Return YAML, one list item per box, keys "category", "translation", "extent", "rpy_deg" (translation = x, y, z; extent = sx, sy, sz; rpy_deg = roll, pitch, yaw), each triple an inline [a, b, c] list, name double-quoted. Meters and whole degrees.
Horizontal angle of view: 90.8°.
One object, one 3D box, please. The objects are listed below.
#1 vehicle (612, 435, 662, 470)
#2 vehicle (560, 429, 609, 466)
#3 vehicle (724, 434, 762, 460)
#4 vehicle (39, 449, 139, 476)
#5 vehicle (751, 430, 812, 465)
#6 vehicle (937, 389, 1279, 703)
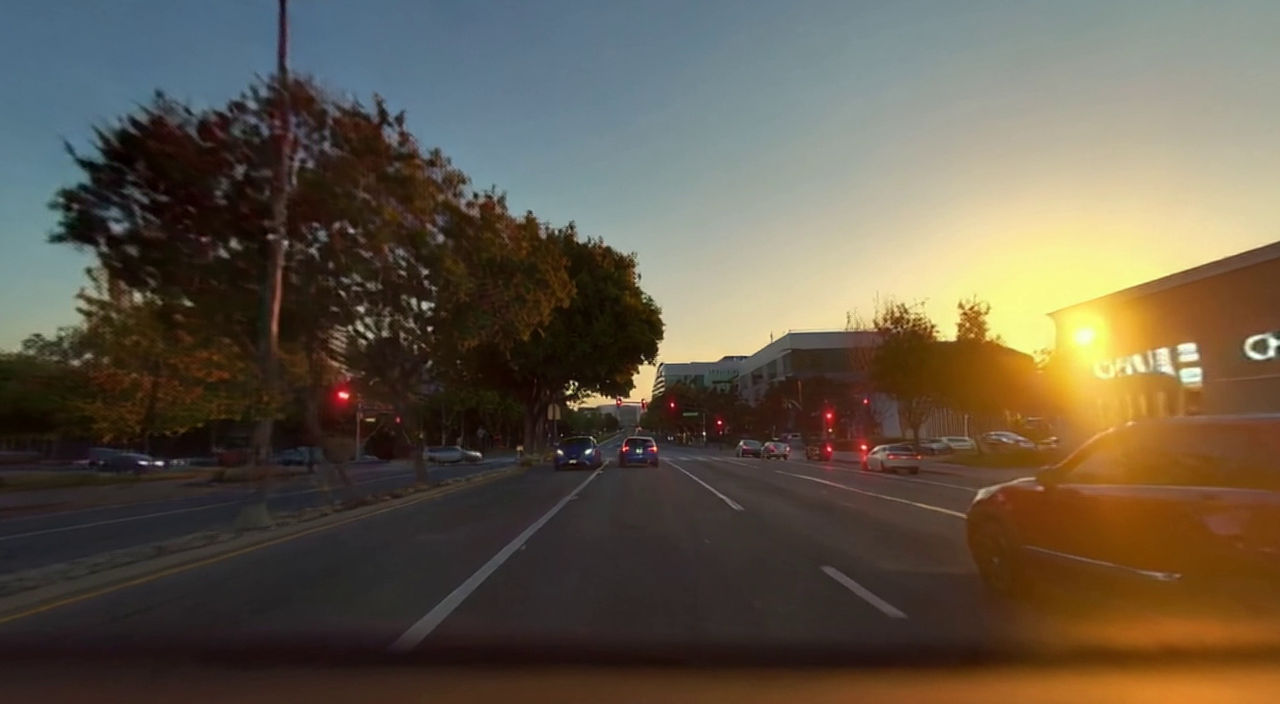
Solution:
- category: "vehicle"
  translation: [-0.119, 4.535, 28.689]
  extent: [2.097, 1.480, 4.006]
  rpy_deg: [0, -8, 0]
- category: "vehicle"
  translation: [-2.836, 5.053, 33.435]
  extent: [2.064, 1.825, 4.760]
  rpy_deg: [0, -8, 1]
- category: "vehicle"
  translation: [7.151, 6.607, 44.117]
  extent: [1.894, 1.693, 4.110]
  rpy_deg: [0, -8, -1]
- category: "vehicle"
  translation: [-36.221, 7.247, 41.679]
  extent: [4.561, 1.588, 1.832]
  rpy_deg: [5, -10, -29]
- category: "vehicle"
  translation: [7.336, 5.017, 33.264]
  extent: [2.068, 1.731, 4.752]
  rpy_deg: [0, -8, -1]
- category: "vehicle"
  translation: [3.731, 1.030, 3.616]
  extent: [1.861, 1.473, 4.393]
  rpy_deg: [0, -8, -1]
